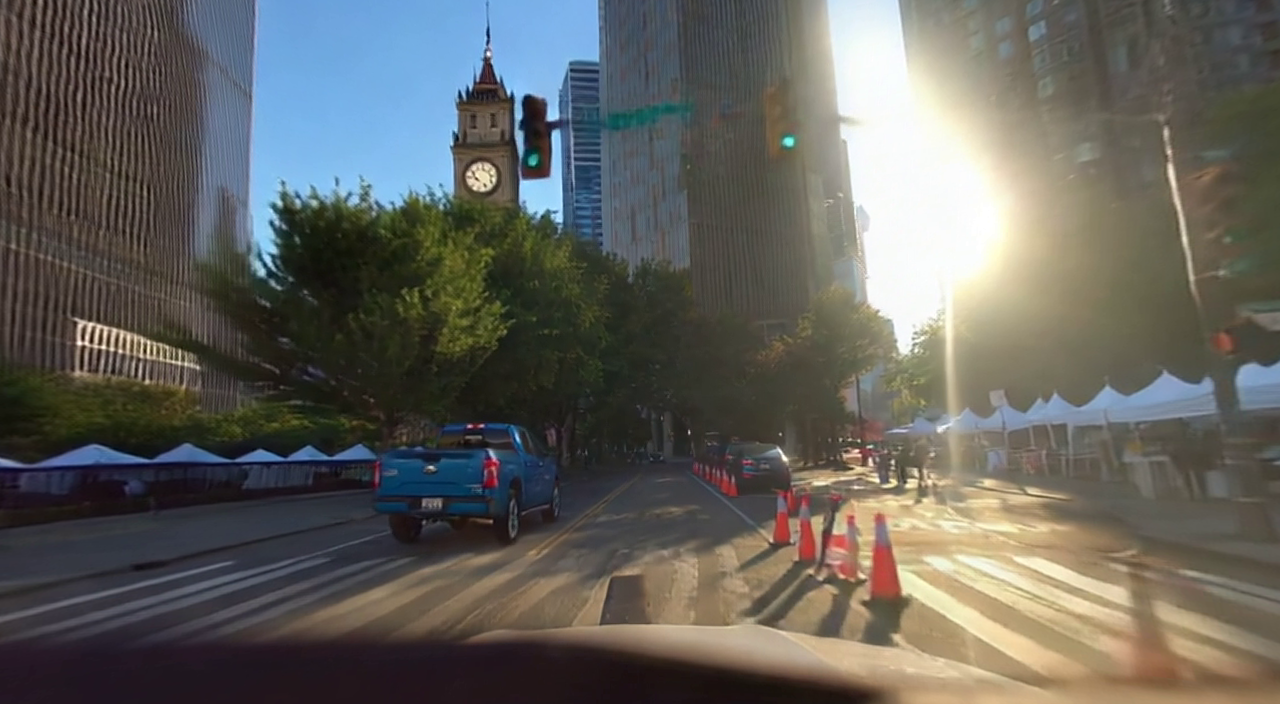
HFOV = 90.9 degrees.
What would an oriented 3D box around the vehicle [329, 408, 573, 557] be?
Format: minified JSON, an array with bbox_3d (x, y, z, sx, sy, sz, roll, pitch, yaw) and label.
[{"bbox_3d":[-2.841,2.210,11.340,2.452,1.954,5.653,-1,-9,2],"label":"vehicle"}]

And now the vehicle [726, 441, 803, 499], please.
[{"bbox_3d":[3.790,3.674,19.882,2.023,1.607,4.225,-2,-9,7],"label":"vehicle"}]

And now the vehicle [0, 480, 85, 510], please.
[{"bbox_3d":[-44.631,10.590,46.970,2.038,1.810,5.702,1,-9,-9],"label":"vehicle"}]
